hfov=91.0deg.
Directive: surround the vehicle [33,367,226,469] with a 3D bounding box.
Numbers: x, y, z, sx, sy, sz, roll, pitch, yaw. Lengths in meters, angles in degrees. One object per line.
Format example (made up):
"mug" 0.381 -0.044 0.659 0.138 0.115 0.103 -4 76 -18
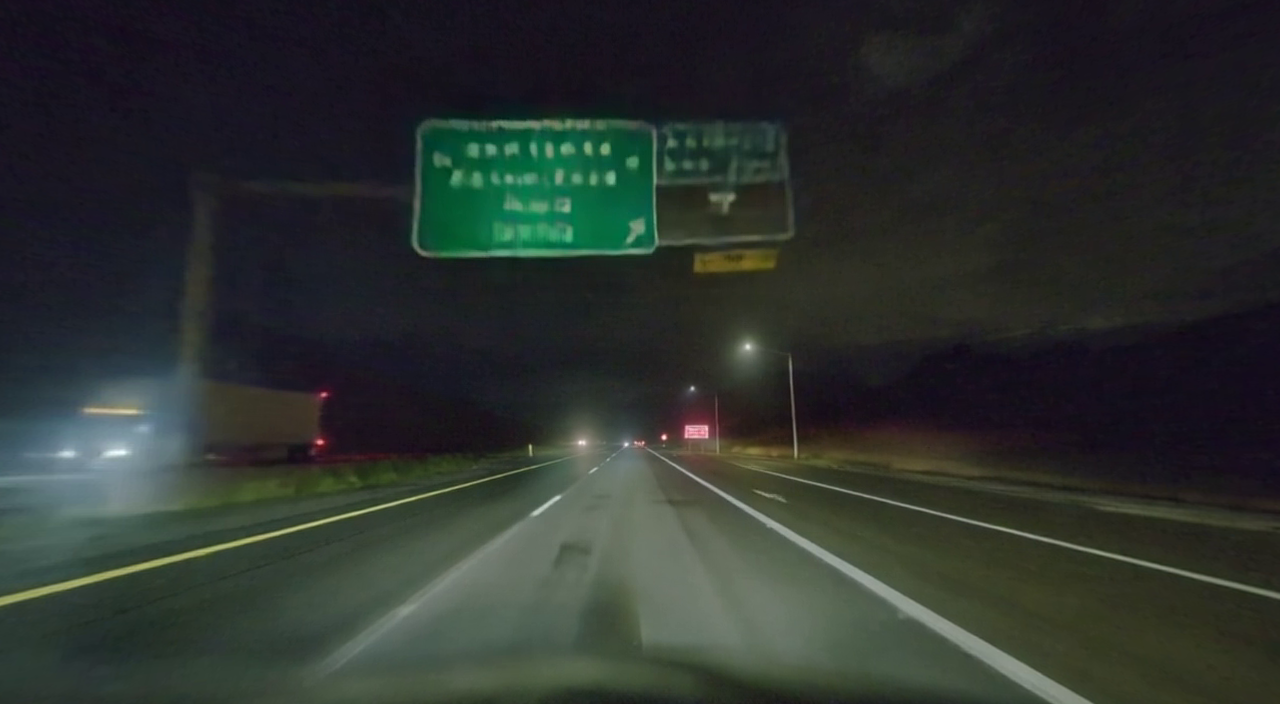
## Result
"vehicle" -21.566 2.942 27.183 3.243 3.864 5.872 0 -8 0
